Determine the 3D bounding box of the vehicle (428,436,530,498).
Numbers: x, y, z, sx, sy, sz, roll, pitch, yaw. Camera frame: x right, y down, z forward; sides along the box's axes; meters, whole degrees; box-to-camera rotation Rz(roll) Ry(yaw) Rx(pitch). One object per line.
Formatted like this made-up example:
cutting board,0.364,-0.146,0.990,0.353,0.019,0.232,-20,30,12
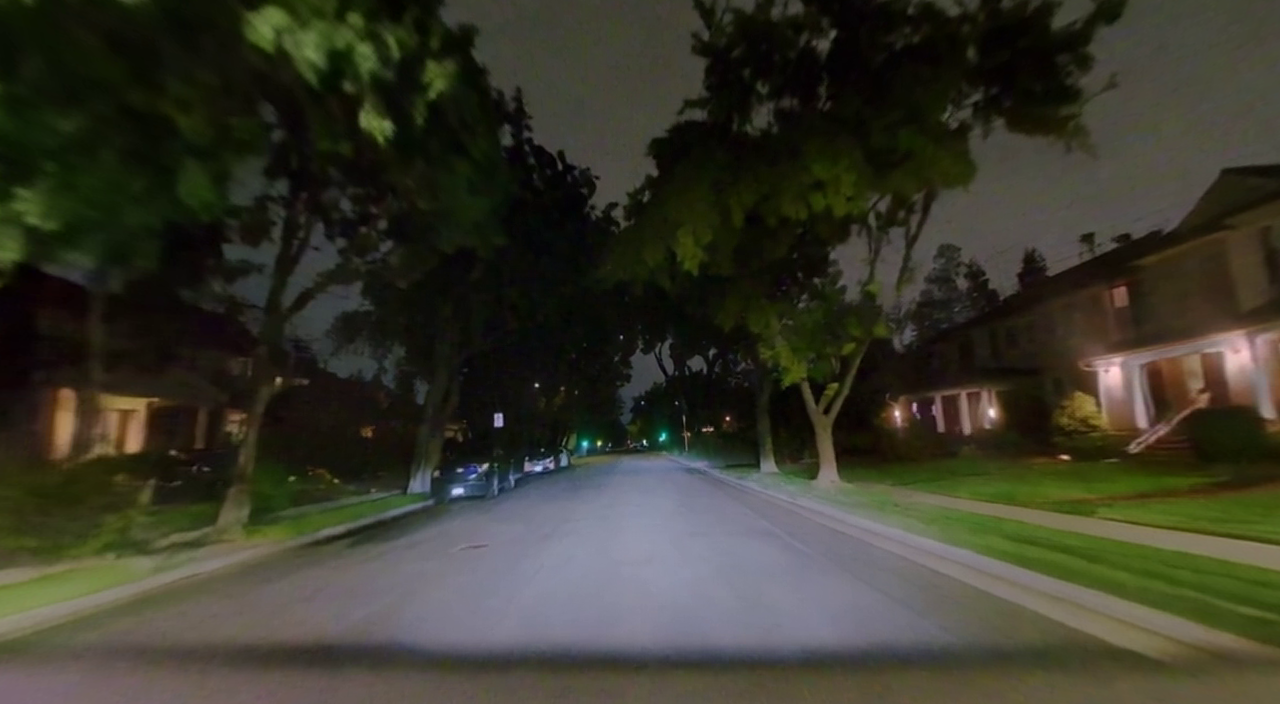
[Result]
vehicle,-5.589,4.082,22.865,2.341,1.886,5.684,-1,-9,-1

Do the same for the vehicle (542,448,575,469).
vehicle,-5.988,7.885,46.915,1.901,1.468,4.212,-1,-9,0

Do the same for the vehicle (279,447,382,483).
vehicle,-16.885,6.148,34.637,4.546,1.791,1.992,-1,-9,-1
